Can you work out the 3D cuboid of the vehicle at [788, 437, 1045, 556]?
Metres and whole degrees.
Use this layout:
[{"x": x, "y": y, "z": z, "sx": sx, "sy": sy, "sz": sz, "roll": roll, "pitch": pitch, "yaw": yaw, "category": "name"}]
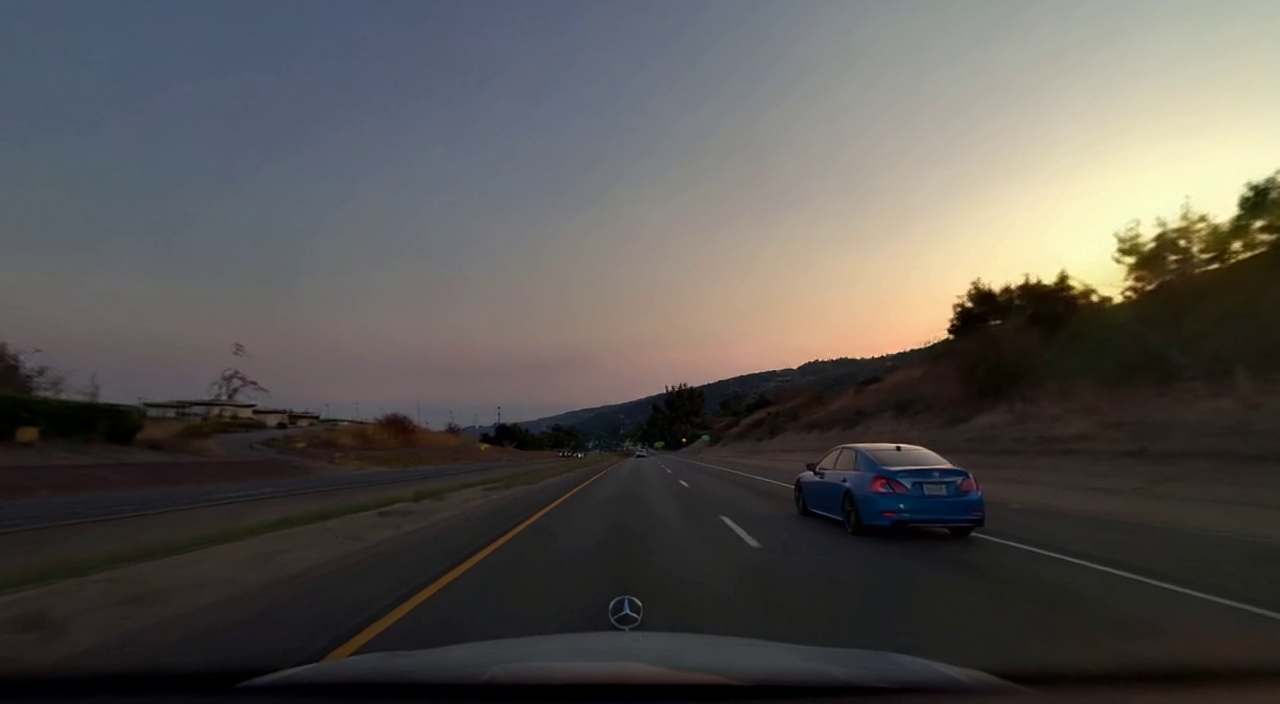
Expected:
[{"x": 4.103, "y": 2.207, "z": 10.502, "sx": 2.053, "sy": 1.490, "sz": 4.799, "roll": 0, "pitch": -8, "yaw": -1, "category": "vehicle"}]
